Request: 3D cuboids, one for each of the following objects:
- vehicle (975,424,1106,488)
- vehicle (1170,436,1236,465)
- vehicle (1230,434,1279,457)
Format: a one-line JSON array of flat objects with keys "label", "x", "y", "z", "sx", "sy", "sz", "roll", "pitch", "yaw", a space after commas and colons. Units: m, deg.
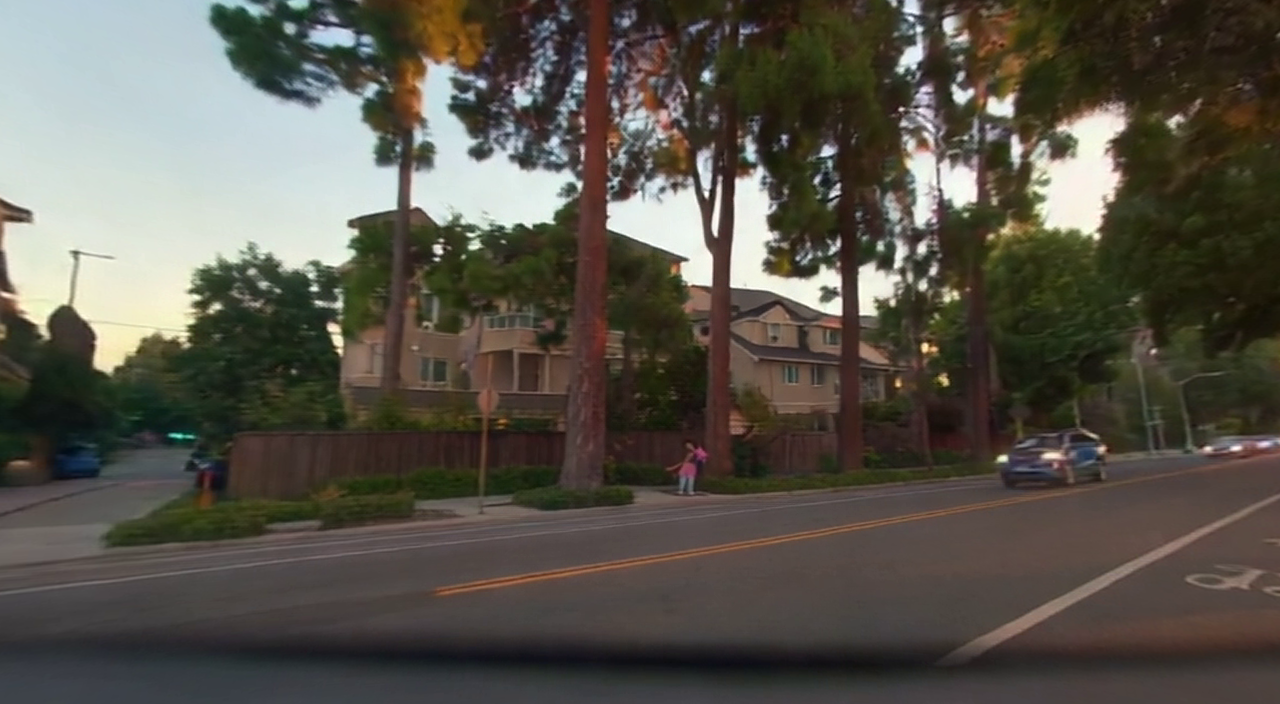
[{"label": "vehicle", "x": 13.041, "y": 3.342, "z": 20.433, "sx": 4.528, "sy": 1.835, "sz": 2.089, "roll": 7, "pitch": -11, "yaw": -38}, {"label": "vehicle", "x": 31.585, "y": 5.501, "z": 35.304, "sx": 4.222, "sy": 1.498, "sz": 1.906, "roll": 7, "pitch": -11, "yaw": -38}, {"label": "vehicle", "x": 48.586, "y": 7.378, "z": 49.720, "sx": 4.755, "sy": 1.691, "sz": 2.167, "roll": 7, "pitch": -11, "yaw": -38}]
